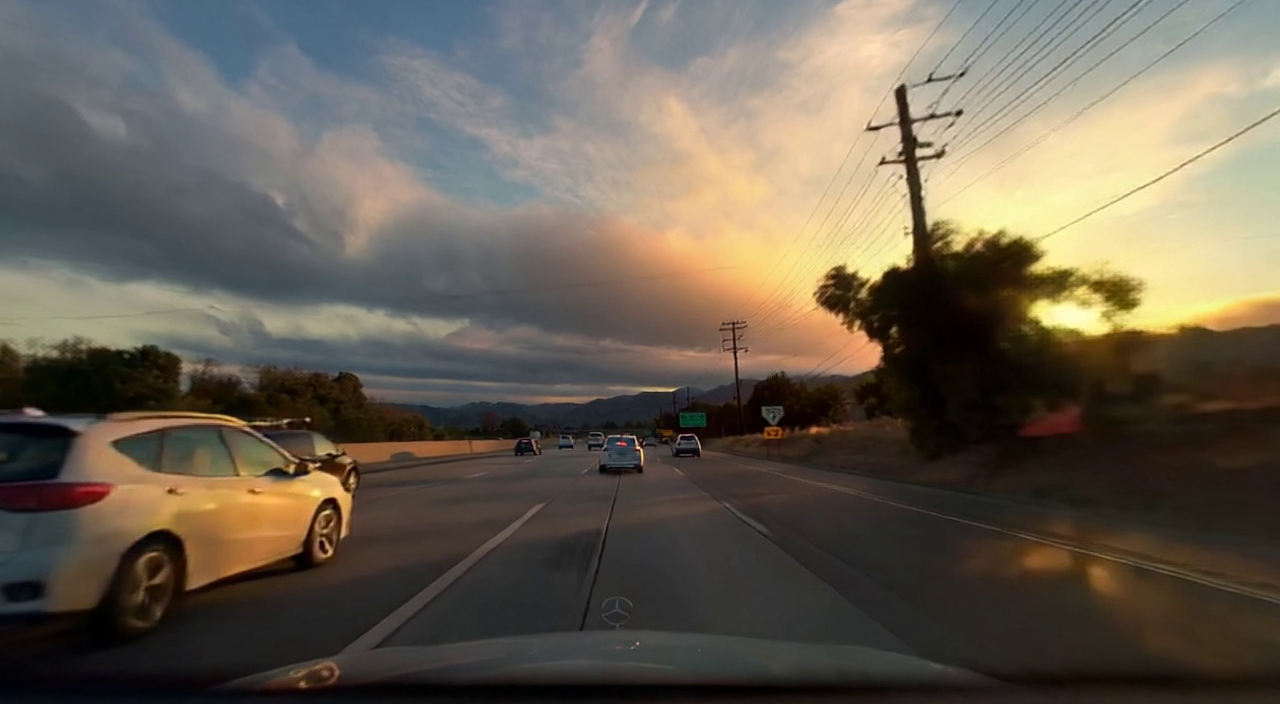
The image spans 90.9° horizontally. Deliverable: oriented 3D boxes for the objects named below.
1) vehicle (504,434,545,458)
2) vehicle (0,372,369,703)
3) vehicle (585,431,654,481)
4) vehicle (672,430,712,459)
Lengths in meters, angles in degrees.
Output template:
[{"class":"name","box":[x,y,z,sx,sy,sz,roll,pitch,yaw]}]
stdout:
[{"class":"vehicle","box":[-7.708,6.295,42.448,1.992,1.494,4.133,0,-8,0]},{"class":"vehicle","box":[-3.893,1.113,4.499,1.901,1.601,4.610,0,-8,-1]},{"class":"vehicle","box":[-0.639,3.351,20.676,2.086,1.488,3.440,0,-8,-1]},{"class":"vehicle","box":[3.143,5.711,39.032,1.950,1.695,4.446,0,-8,-2]}]
